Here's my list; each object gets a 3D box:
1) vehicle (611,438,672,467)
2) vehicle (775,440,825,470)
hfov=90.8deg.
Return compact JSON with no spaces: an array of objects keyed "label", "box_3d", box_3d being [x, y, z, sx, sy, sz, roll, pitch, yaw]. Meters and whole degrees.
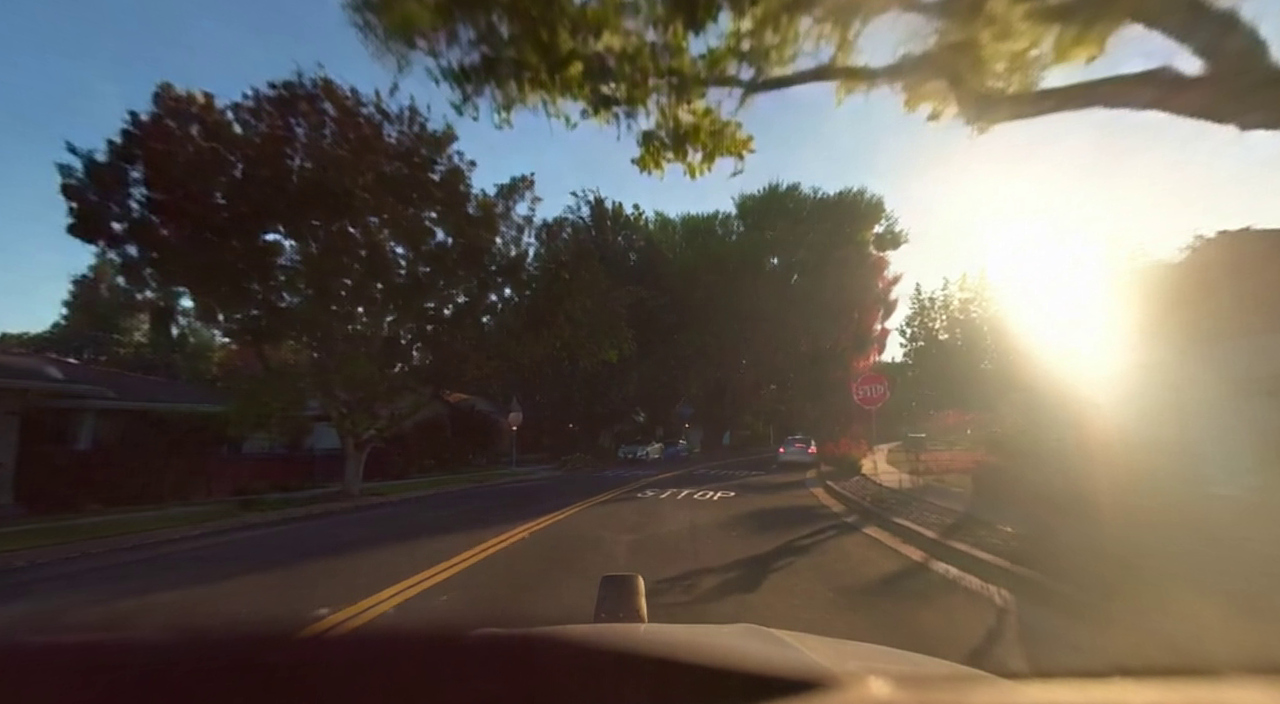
[{"label":"vehicle","box_3d":[0.179,6.234,39.388,2.030,1.696,4.828,-4,-9,23]},{"label":"vehicle","box_3d":[8.721,5.549,34.185,2.045,1.478,4.914,-3,-9,20]}]
